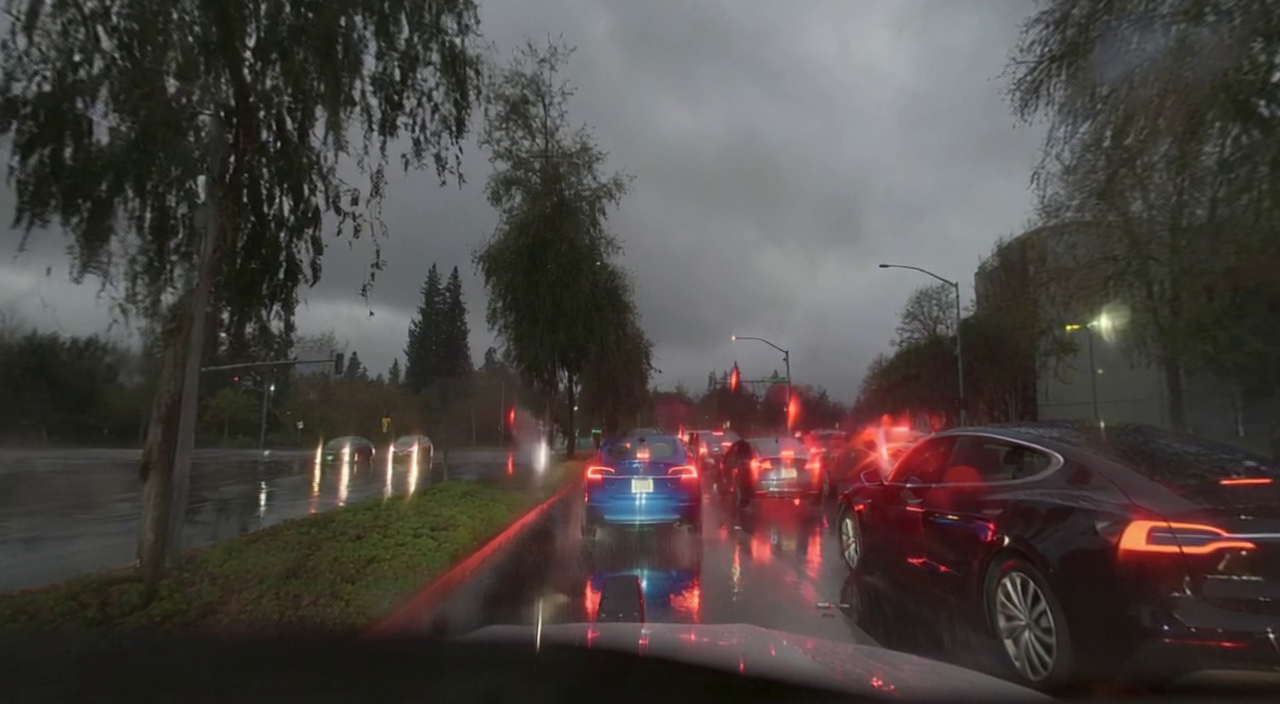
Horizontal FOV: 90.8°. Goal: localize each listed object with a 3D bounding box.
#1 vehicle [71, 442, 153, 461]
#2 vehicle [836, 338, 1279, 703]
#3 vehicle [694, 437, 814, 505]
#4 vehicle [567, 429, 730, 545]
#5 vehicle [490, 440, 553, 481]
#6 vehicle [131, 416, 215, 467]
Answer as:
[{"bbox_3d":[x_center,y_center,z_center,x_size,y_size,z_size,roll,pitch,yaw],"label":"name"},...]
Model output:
[{"bbox_3d":[-40.313,7.573,48.305,4.418,1.415,1.941,0,-8,-2],"label":"vehicle"},{"bbox_3d":[3.188,1.108,4.307,2.167,1.676,4.443,0,-8,-1],"label":"vehicle"},{"bbox_3d":[2.697,2.931,16.048,2.058,1.466,4.208,0,-8,-3],"label":"vehicle"},{"bbox_3d":[0.029,2.086,10.492,2.147,1.499,4.240,0,-8,-2],"label":"vehicle"},{"bbox_3d":[-4.636,4.283,25.273,1.972,1.457,4.171,0,-8,-4],"label":"vehicle"},{"bbox_3d":[-29.264,5.611,39.713,2.608,2.990,3.026,2,-8,3],"label":"vehicle"}]
